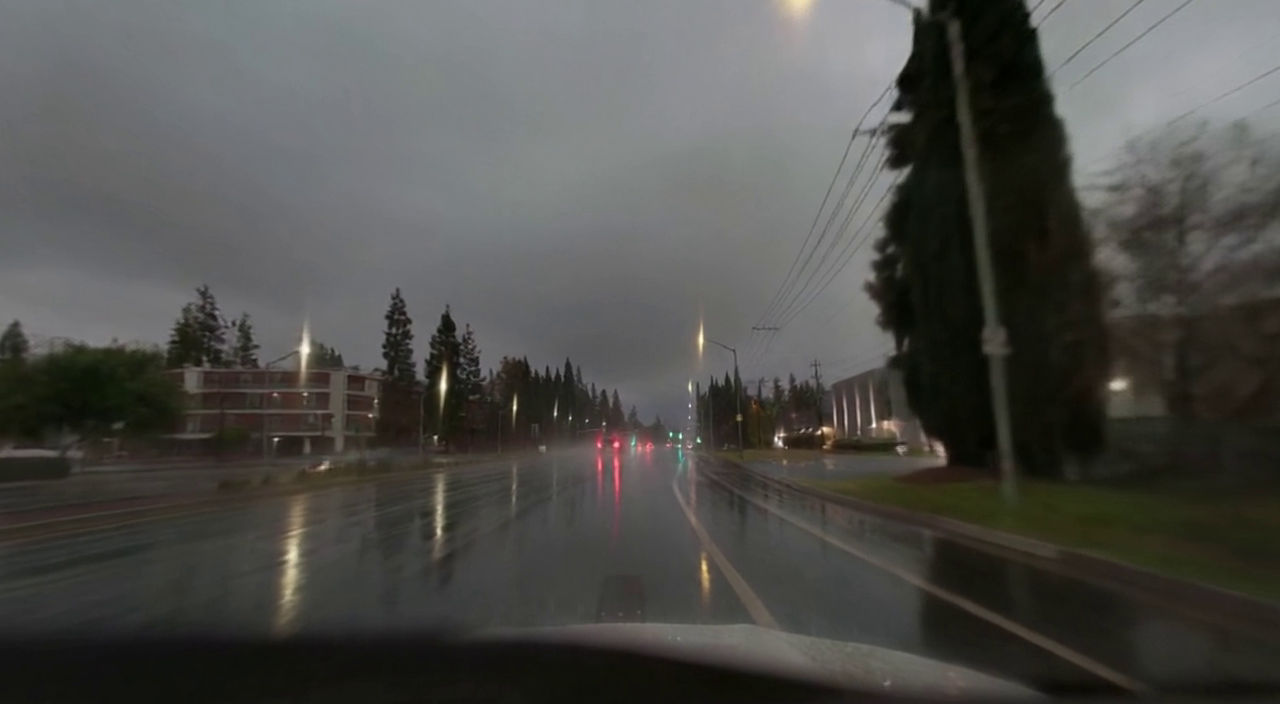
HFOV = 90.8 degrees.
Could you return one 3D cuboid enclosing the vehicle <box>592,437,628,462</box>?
[{"bbox_3d":[-2.039,6.871,44.450,2.121,1.654,3.993,-1,-8,4],"label":"vehicle"}]
